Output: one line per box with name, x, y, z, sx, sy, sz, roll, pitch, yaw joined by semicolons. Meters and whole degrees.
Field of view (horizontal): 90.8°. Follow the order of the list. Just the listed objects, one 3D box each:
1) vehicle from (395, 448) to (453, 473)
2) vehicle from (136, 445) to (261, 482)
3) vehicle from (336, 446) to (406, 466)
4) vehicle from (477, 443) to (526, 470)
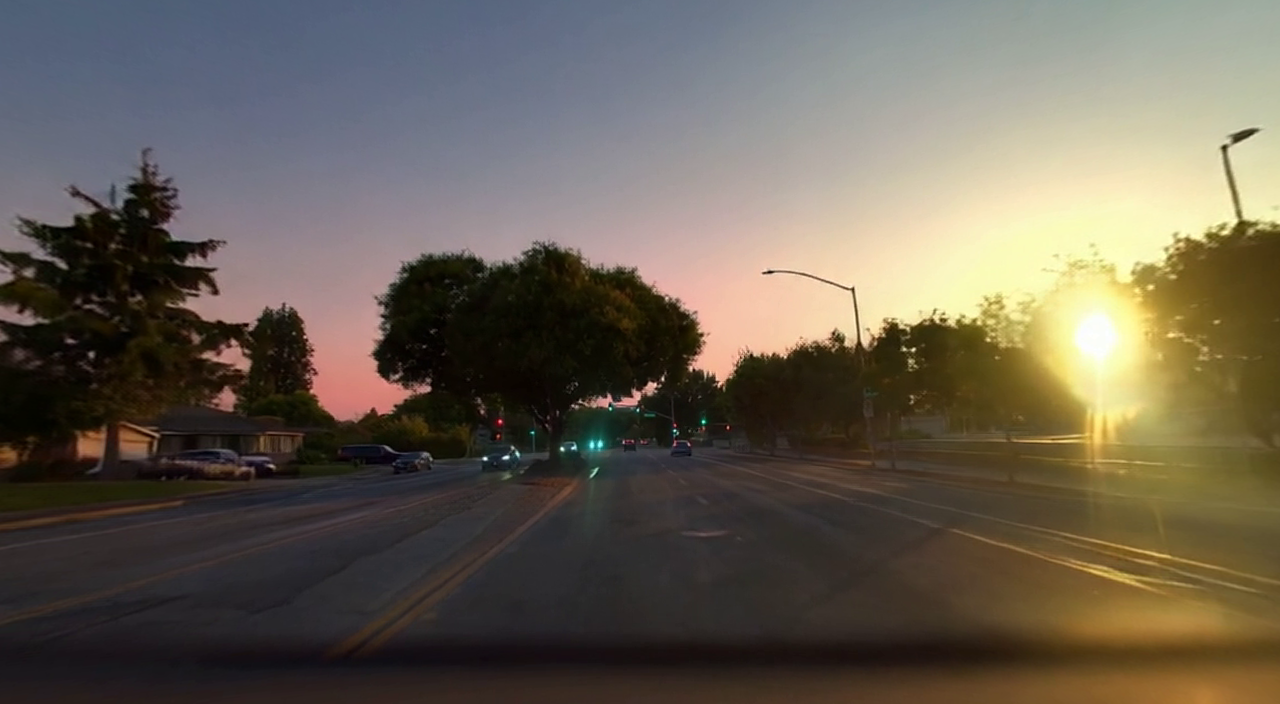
vehicle;-13.649;6.865;40.182;1.992;1.453;4.439;0;-8;2
vehicle;-20.670;5.225;29.718;4.354;1.676;1.905;0;-9;-2
vehicle;-20.374;7.881;47.975;4.464;1.453;1.931;0;-9;-1
vehicle;-8.069;6.101;37.212;1.931;1.483;4.246;0;-8;0
